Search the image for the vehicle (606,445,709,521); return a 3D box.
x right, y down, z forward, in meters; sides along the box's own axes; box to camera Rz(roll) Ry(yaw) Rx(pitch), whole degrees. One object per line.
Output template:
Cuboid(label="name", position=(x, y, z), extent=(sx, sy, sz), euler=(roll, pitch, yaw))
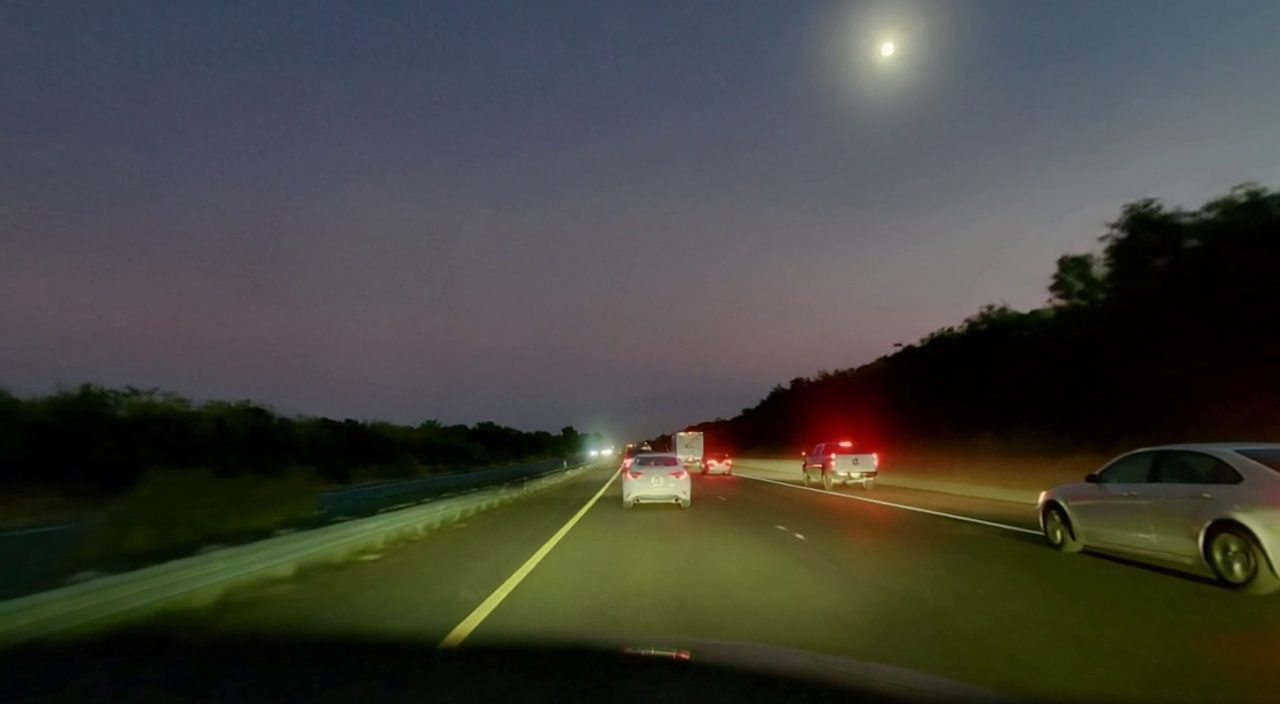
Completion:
Cuboid(label="vehicle", position=(0.328, 2.941, 14.627), extent=(2.076, 1.485, 3.774), euler=(0, -9, -1))

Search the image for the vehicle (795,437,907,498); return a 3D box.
Cuboid(label="vehicle", position=(6.523, 3.625, 20.043), extent=(1.980, 1.702, 4.235), euler=(0, -9, -2))

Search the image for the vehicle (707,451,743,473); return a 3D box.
Cuboid(label="vehicle", position=(6.009, 7.818, 44.954), extent=(1.921, 1.451, 3.841), euler=(0, -9, -2))

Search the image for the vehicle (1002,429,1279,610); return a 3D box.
Cuboid(label="vehicle", position=(6.274, 1.671, 7.031), extent=(1.965, 1.484, 4.090), euler=(0, -9, -1))
